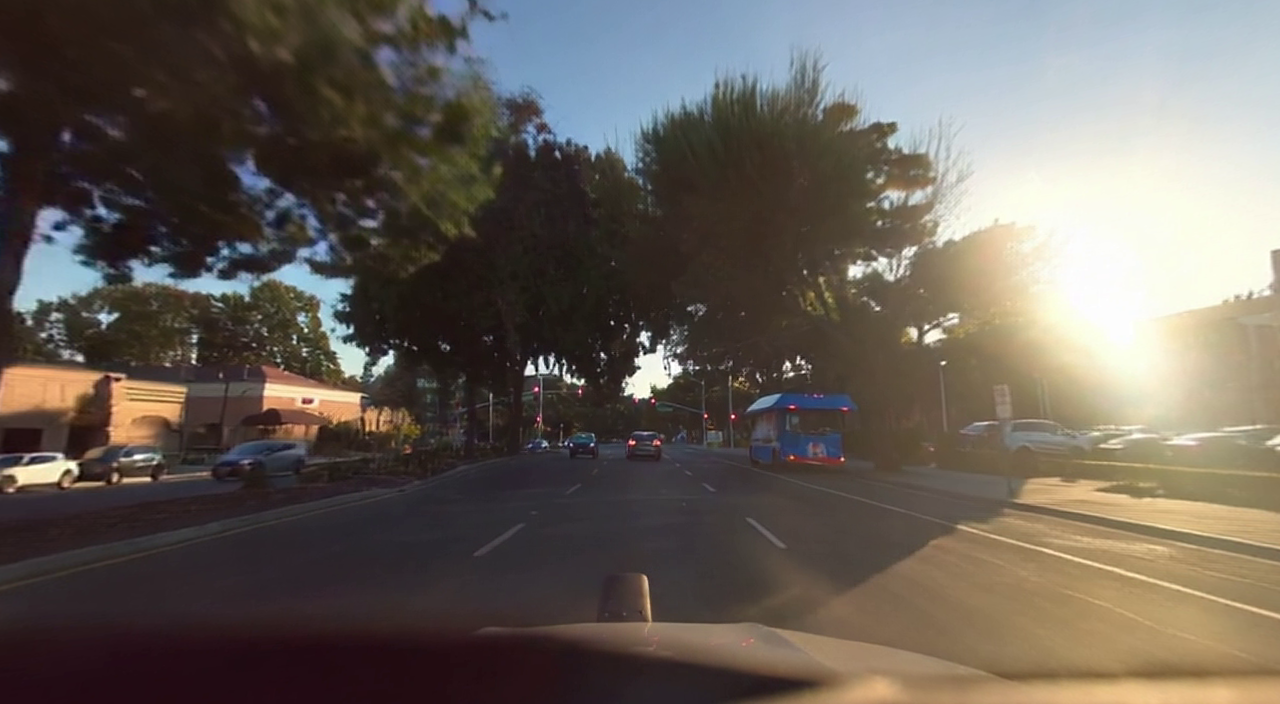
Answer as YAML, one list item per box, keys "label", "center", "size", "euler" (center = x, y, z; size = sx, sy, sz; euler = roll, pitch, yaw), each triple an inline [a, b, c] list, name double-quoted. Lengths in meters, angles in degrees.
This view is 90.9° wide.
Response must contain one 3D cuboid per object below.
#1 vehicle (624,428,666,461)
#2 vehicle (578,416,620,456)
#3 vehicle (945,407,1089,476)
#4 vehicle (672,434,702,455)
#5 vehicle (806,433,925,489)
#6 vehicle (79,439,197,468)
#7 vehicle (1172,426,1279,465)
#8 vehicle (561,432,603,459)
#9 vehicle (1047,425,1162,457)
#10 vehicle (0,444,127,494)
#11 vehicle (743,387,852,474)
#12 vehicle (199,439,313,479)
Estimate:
- label: "vehicle"
  center: [0.284, 5.179, 35.392]
  size: [2.209, 1.718, 4.008]
  euler: [-1, -8, 1]
- label: "vehicle"
  center: [-3.081, 6.561, 48.966]
  size: [2.715, 2.791, 7.171]
  euler: [-1, -8, 1]
- label: "vehicle"
  center: [13.744, 3.238, 22.891]
  size: [5.354, 2.214, 2.504]
  euler: [6, -10, -37]
- label: "vehicle"
  center: [3.608, 7.181, 48.993]
  size: [2.075, 1.540, 4.411]
  euler: [-1, -8, 1]
- label: "vehicle"
  center: [6.720, 3.280, 19.392]
  size: [1.980, 1.473, 4.537]
  euler: [-1, -8, 0]
- label: "vehicle"
  center: [-29.343, 5.936, 37.148]
  size: [1.971, 1.578, 5.304]
  euler: [-2, -8, 11]
- label: "vehicle"
  center: [26.124, 4.006, 27.105]
  size: [4.545, 1.571, 1.769]
  euler: [-5, -9, 26]
- label: "vehicle"
  center: [-3.400, 5.593, 37.815]
  size: [2.008, 1.500, 4.369]
  euler: [-1, -8, 1]
- label: "vehicle"
  center: [29.542, 5.713, 40.369]
  size: [5.568, 1.930, 2.081]
  euler: [-5, -9, 29]
- label: "vehicle"
  center: [-22.733, 4.382, 24.089]
  size: [1.936, 1.654, 4.857]
  euler: [-1, -8, 4]
- label: "vehicle"
  center: [6.824, 3.628, 28.708]
  size: [2.891, 3.361, 7.843]
  euler: [0, -8, 0]
- label: "vehicle"
  center: [-15.693, 4.371, 26.084]
  size: [1.836, 1.464, 4.440]
  euler: [-1, -8, 1]
